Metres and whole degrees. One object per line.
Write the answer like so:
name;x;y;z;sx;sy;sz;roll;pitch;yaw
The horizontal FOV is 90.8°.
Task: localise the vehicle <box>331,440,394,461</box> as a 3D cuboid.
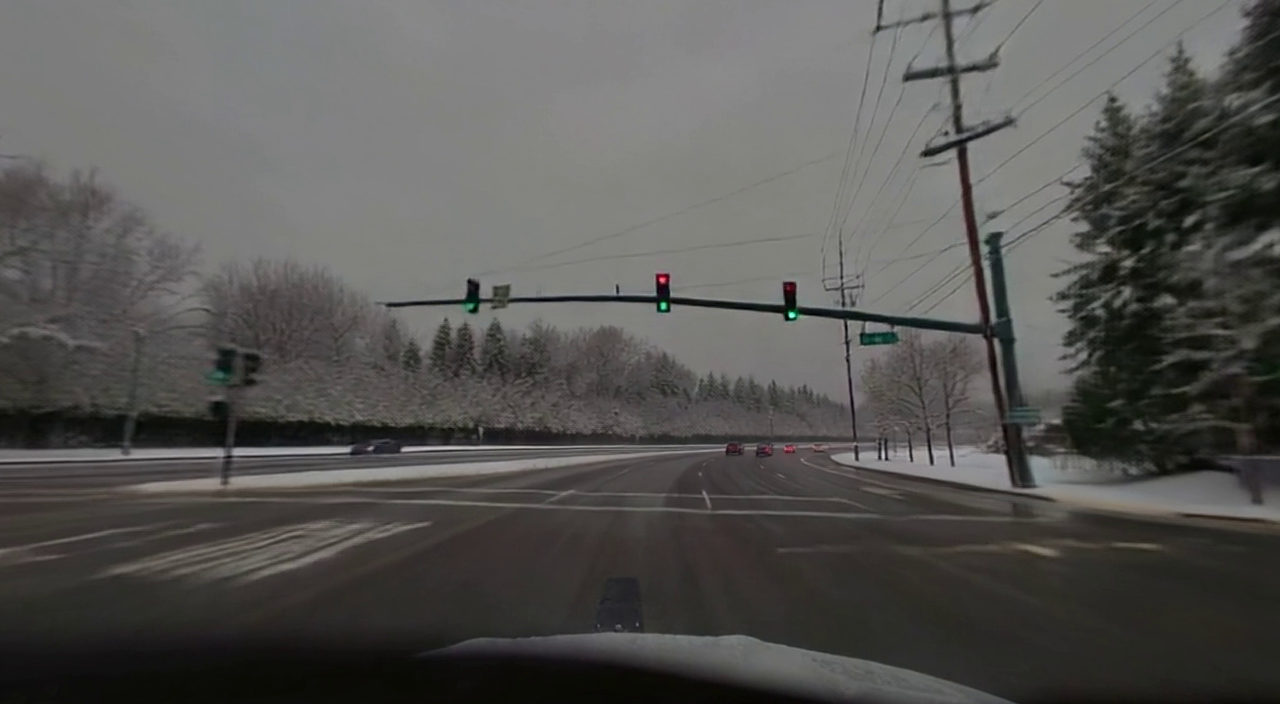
vehicle;-20.484;7.278;46.841;1.871;1.474;4.554;-2;-9;13
